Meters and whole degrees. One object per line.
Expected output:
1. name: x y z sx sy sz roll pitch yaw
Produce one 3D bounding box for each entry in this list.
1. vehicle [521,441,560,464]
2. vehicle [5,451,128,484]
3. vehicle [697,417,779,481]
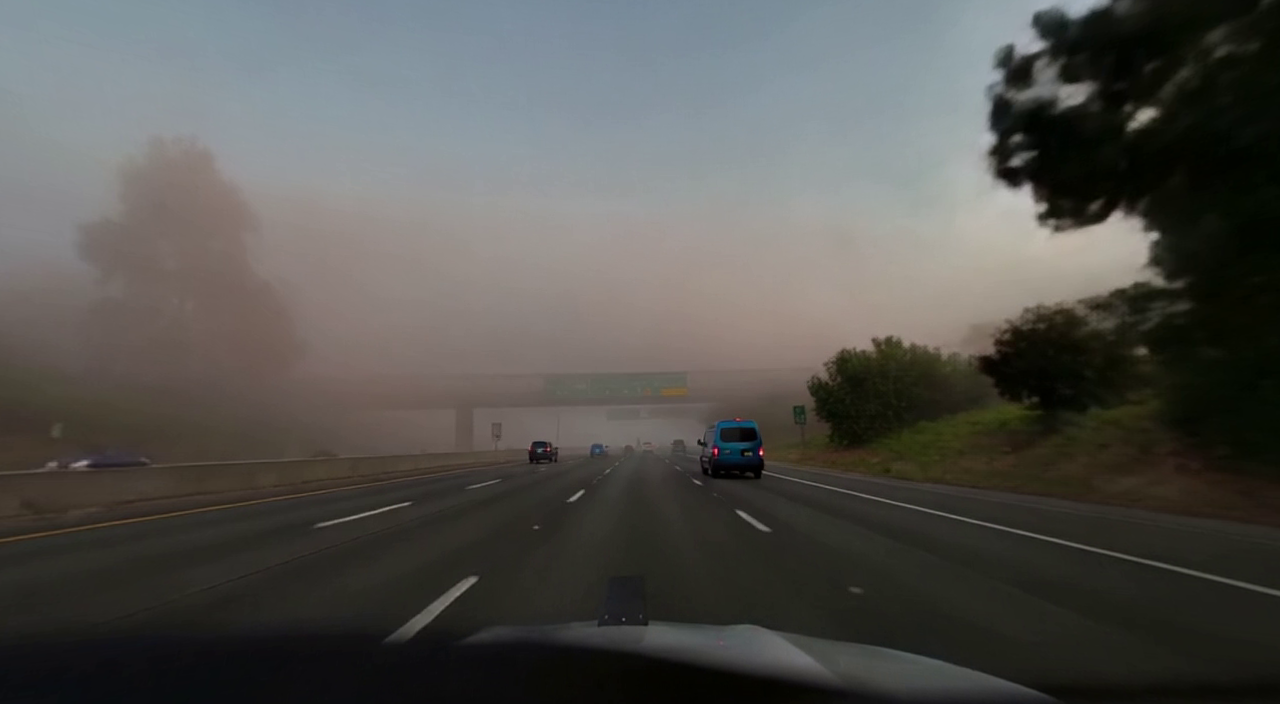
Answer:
1. vehicle: -7.306 7.418 46.770 2.068 1.632 4.623 -1 -8 1
2. vehicle: -32.779 6.581 36.319 1.984 1.711 5.368 -1 -8 1
3. vehicle: 3.764 3.881 25.356 2.347 2.234 5.352 0 -8 -1
